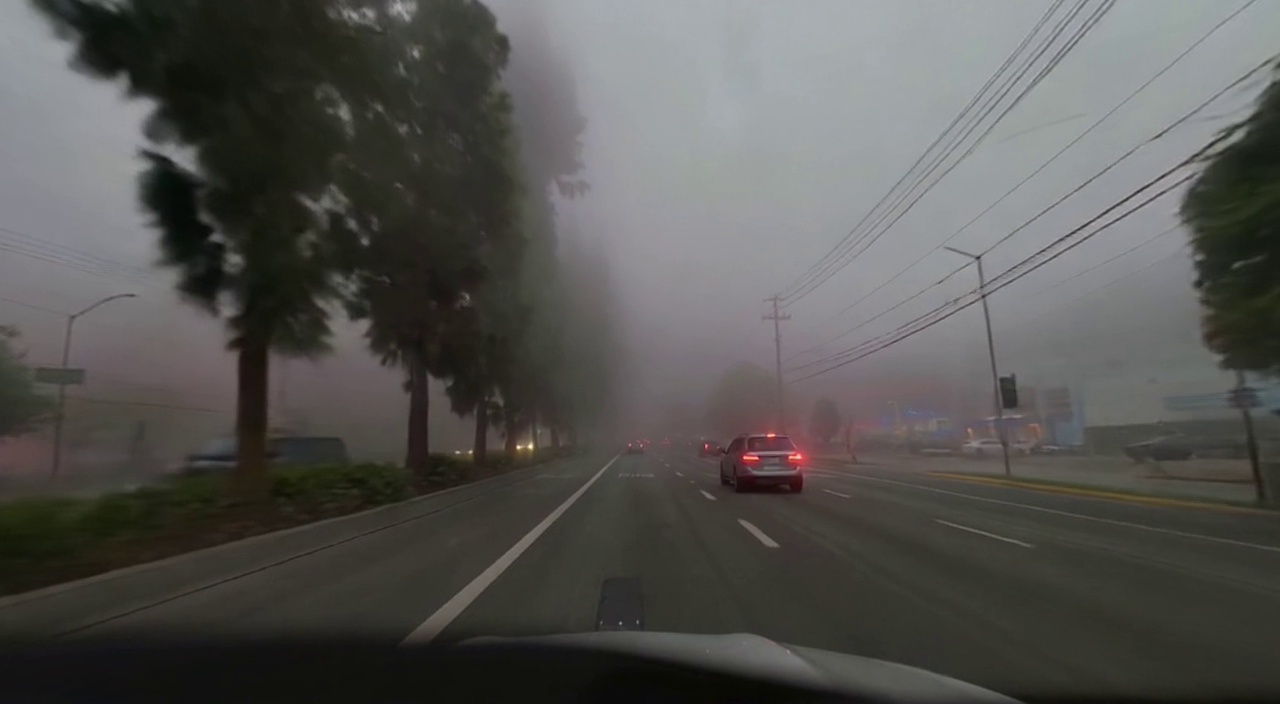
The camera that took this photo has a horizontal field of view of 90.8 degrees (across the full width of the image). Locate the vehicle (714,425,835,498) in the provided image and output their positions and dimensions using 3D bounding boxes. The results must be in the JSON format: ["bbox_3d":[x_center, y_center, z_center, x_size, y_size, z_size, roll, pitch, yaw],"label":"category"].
[{"bbox_3d":[3.403,2.869,16.933,2.128,1.699,4.222,0,-8,-2],"label":"vehicle"}]

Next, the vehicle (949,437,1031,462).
[{"bbox_3d":[24.767,6.909,44.772,4.599,1.647,1.924,0,-8,1],"label":"vehicle"}]
